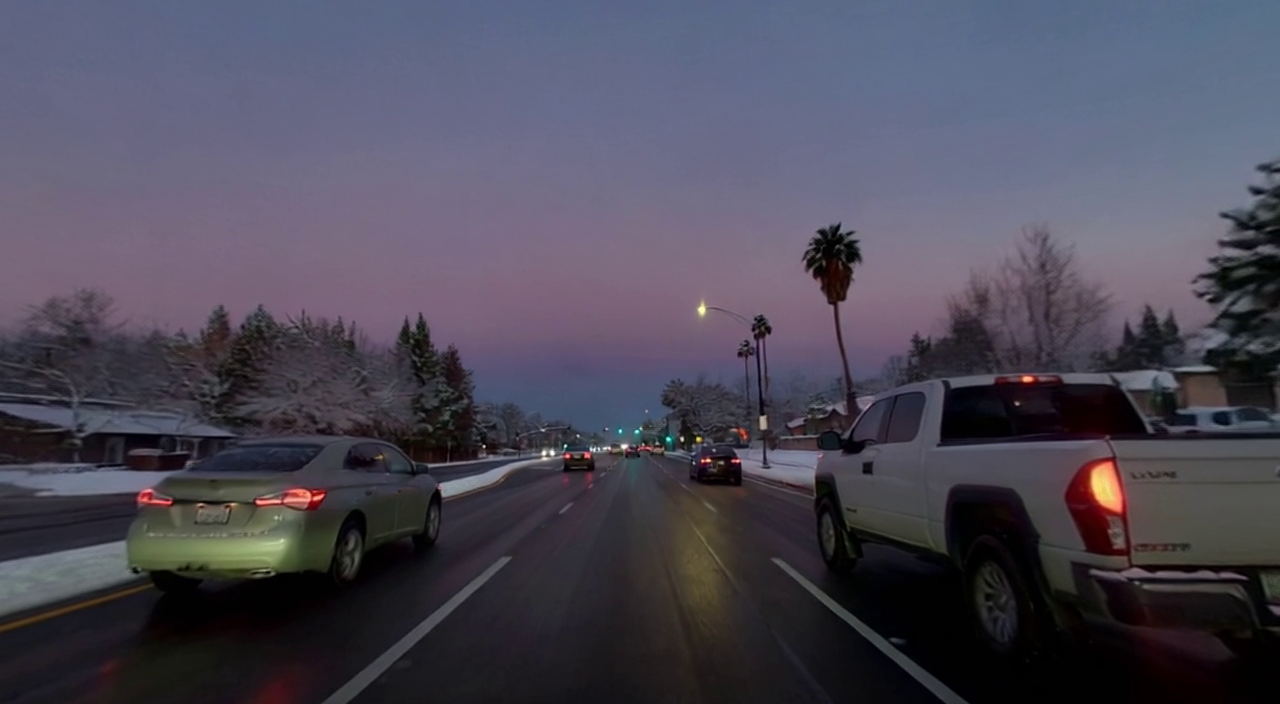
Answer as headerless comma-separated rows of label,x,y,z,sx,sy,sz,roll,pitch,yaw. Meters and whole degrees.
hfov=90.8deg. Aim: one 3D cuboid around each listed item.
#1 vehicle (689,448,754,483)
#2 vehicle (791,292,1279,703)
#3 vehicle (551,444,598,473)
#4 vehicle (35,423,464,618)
vehicle,3.538,5.052,28.410,2.149,1.421,4.805,0,-9,-1
vehicle,3.299,1.165,5.583,2.478,2.030,5.723,0,-9,0
vehicle,-3.714,6.151,36.568,2.263,1.548,4.555,0,-9,0
vehicle,-3.658,1.650,7.137,2.094,1.509,4.286,0,-9,0
